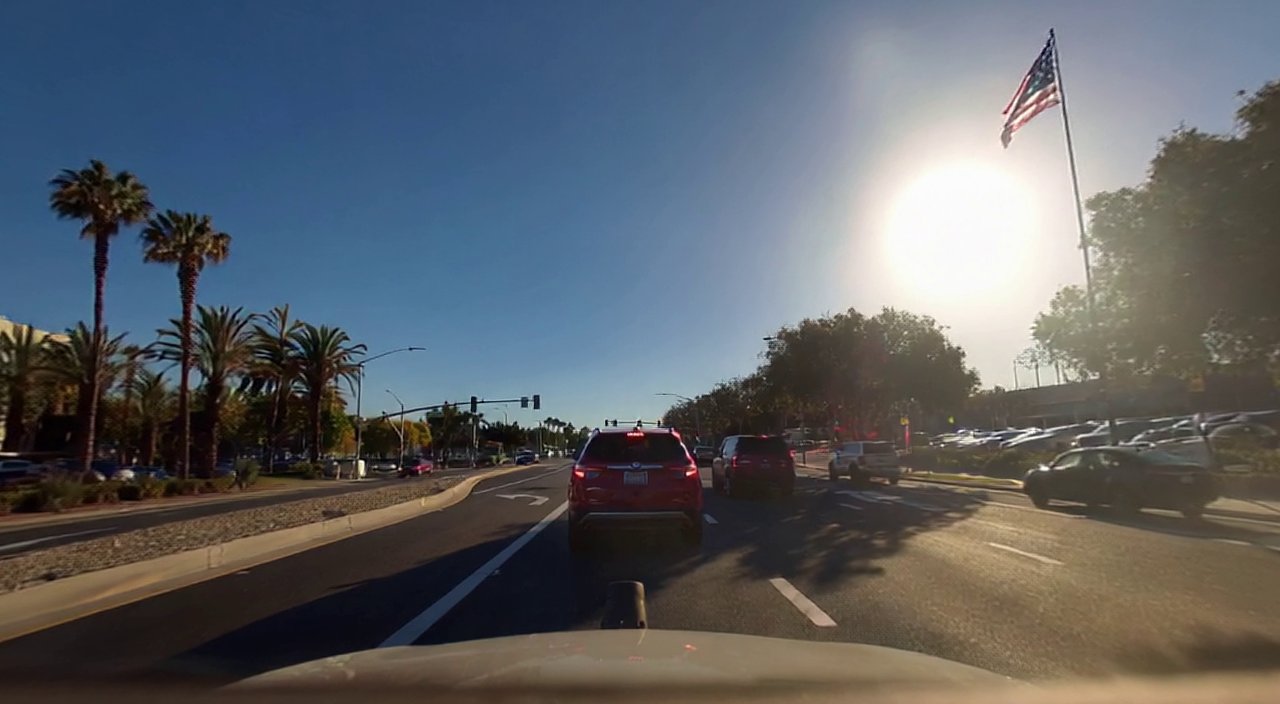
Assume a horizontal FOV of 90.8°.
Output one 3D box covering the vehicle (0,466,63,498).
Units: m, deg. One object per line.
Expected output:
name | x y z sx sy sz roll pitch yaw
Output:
vehicle | -45.824 9.270 45.233 6.410 2.078 2.584 0 -9 0

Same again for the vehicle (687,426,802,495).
vehicle | 3.312 3.658 21.747 2.773 2.021 6.212 0 -9 -1

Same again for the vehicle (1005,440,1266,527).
vehicle | 9.850 2.604 13.135 1.967 1.485 4.267 0 -9 1

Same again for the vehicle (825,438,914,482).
vehicle | 10.071 4.763 28.196 2.155 1.779 4.582 0 -9 -1

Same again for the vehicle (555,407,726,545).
vehicle | -0.032 2.088 11.257 2.402 1.938 4.535 0 -9 -1
